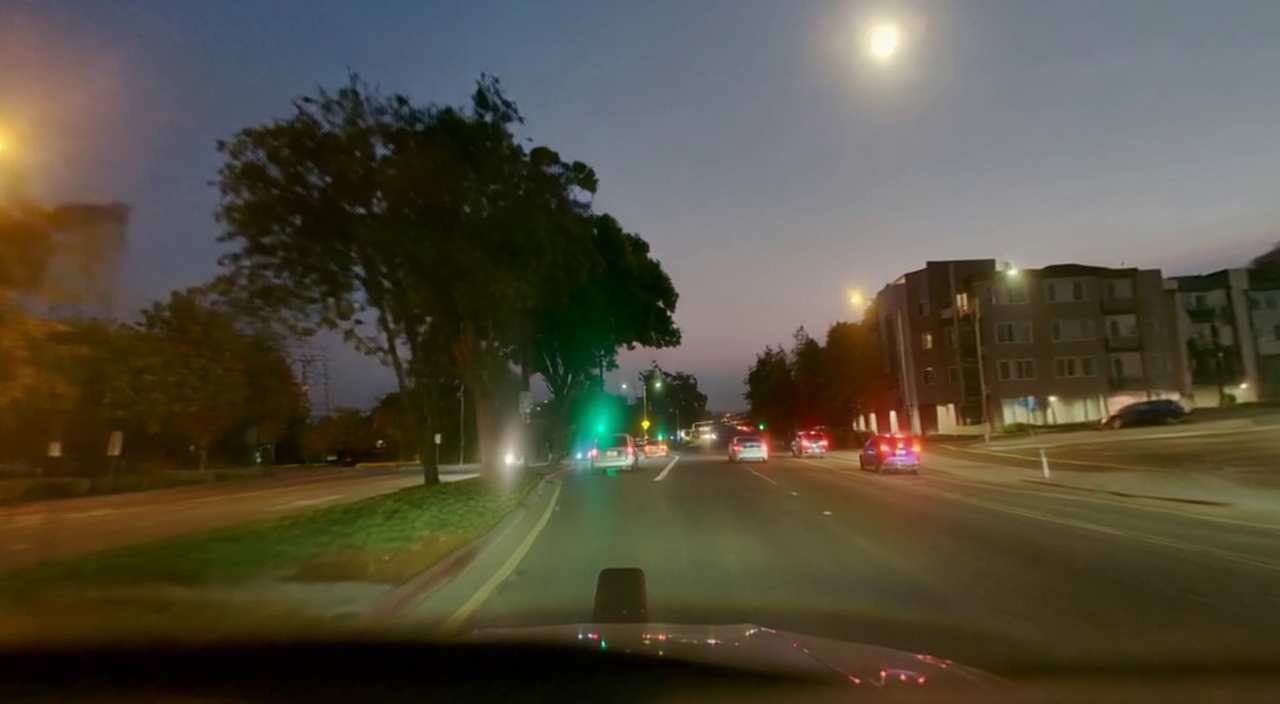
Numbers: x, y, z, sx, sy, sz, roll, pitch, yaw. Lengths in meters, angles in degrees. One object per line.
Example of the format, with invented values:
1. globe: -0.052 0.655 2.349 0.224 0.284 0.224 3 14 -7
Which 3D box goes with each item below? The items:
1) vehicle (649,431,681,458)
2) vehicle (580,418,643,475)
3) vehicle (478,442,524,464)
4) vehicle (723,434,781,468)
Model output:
1. vehicle: 1.894 6.793 46.341 2.222 1.841 4.031 -1 -8 4
2. vehicle: -1.175 3.975 26.571 2.396 2.143 4.824 0 -8 -2
3. vehicle: -10.022 7.325 45.824 1.965 1.486 4.494 -1 -8 4
4. vehicle: 5.237 4.710 30.147 2.075 1.486 4.316 0 -8 1
